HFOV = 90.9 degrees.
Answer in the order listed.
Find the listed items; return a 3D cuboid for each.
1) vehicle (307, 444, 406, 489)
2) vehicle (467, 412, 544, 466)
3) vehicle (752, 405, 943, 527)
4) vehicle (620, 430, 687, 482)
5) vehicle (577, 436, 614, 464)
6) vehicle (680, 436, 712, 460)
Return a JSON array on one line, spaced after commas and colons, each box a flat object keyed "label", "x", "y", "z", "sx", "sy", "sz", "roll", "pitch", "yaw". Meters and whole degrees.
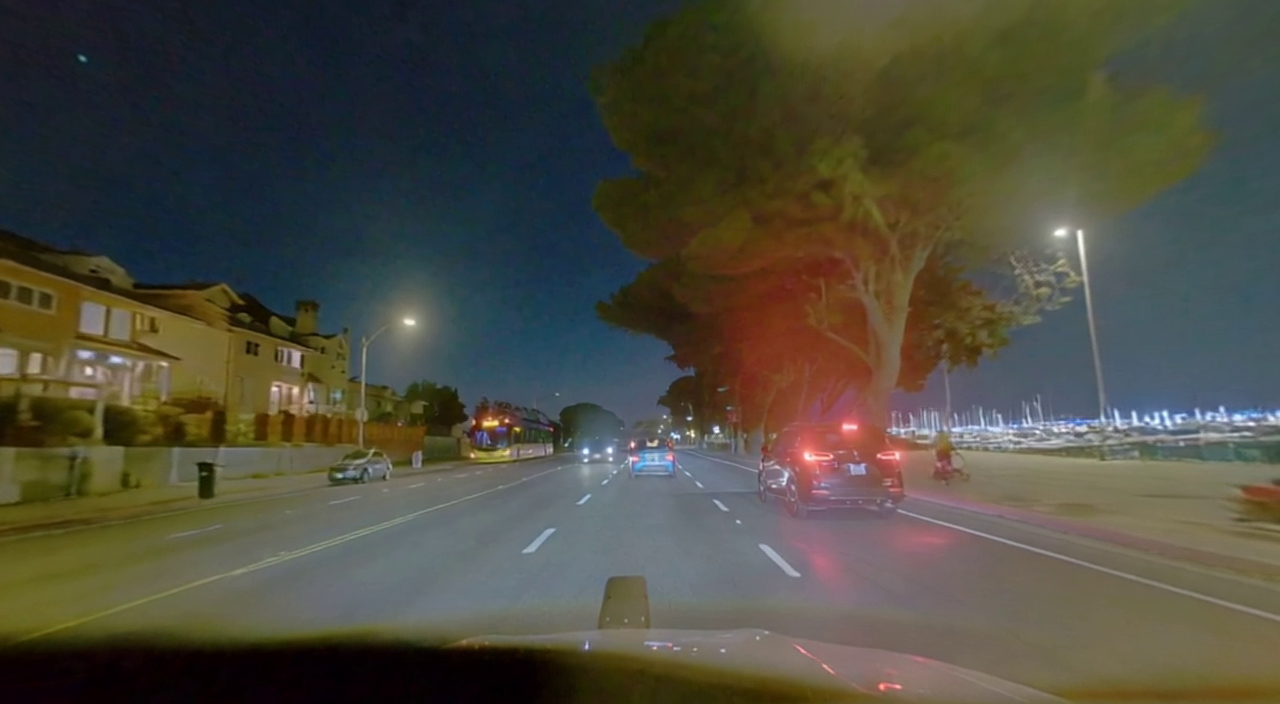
[{"label": "vehicle", "x": -10.349, "y": 4.186, "z": 23.360, "sx": 1.731, "sy": 1.489, "sz": 3.841, "roll": -1, "pitch": -8, "yaw": 3}, {"label": "vehicle", "x": -9.410, "y": 6.293, "z": 45.435, "sx": 2.995, "sy": 3.421, "sz": 9.259, "roll": -1, "pitch": -8, "yaw": 3}, {"label": "vehicle", "x": 3.495, "y": 2.032, "z": 11.688, "sx": 2.000, "sy": 1.809, "sz": 4.405, "roll": 0, "pitch": -8, "yaw": 0}, {"label": "vehicle", "x": 0.430, "y": 3.636, "z": 22.198, "sx": 2.132, "sy": 1.632, "sz": 3.838, "roll": 0, "pitch": -8, "yaw": 0}, {"label": "vehicle", "x": -2.762, "y": 6.178, "z": 40.007, "sx": 1.929, "sy": 1.648, "sz": 4.114, "roll": -1, "pitch": -8, "yaw": 2}, {"label": "vehicle", "x": 4.001, "y": 6.935, "z": 45.662, "sx": 1.876, "sy": 1.626, "sz": 3.851, "roll": 0, "pitch": -8, "yaw": -1}]
